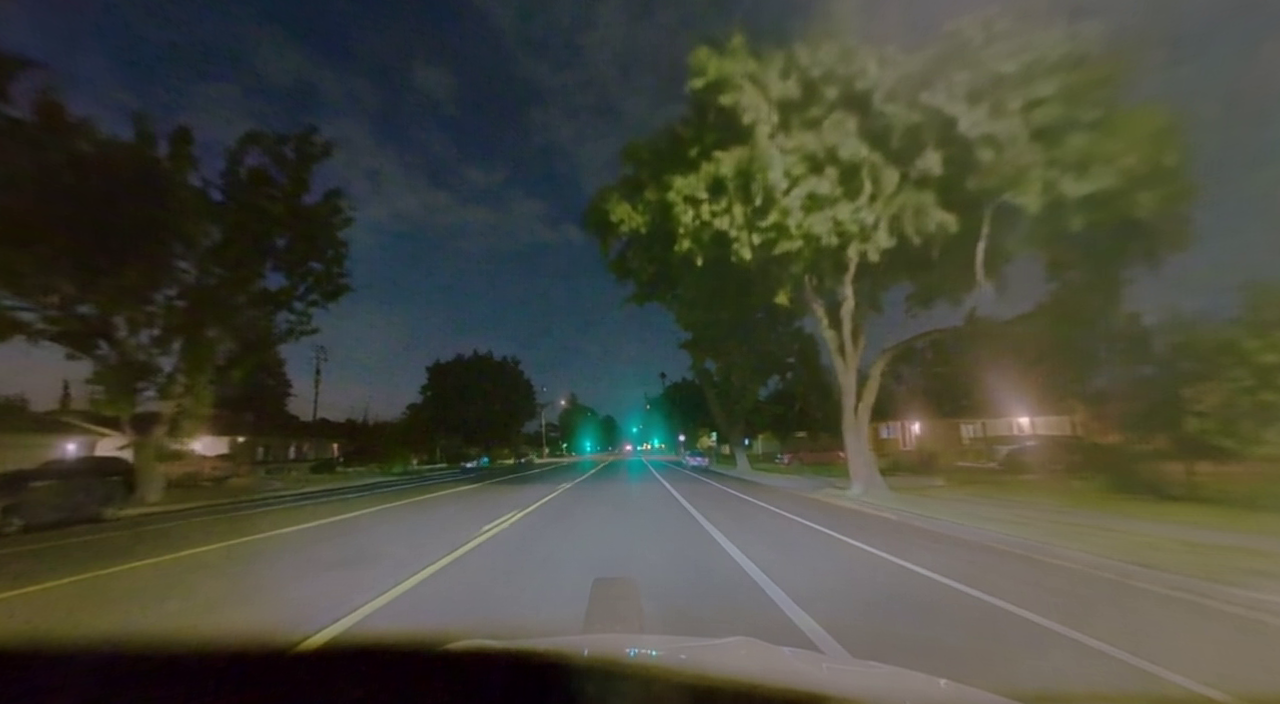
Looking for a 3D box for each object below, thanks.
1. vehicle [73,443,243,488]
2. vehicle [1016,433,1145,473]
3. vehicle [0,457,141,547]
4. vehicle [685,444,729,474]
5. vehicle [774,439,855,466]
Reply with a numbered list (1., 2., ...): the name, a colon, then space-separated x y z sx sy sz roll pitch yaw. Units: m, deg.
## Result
1. vehicle: -21.598 5.088 28.540 5.705 1.907 2.142 0 -9 -4
2. vehicle: 18.108 4.166 26.126 3.858 1.583 1.931 0 -8 -2
3. vehicle: -12.879 3.022 12.834 1.936 1.504 4.456 -2 -7 -2
4. vehicle: 3.973 6.456 38.381 2.045 1.677 4.509 0 -8 -1
5. vehicle: 11.701 6.752 42.601 4.860 1.772 2.007 1 -8 -4
